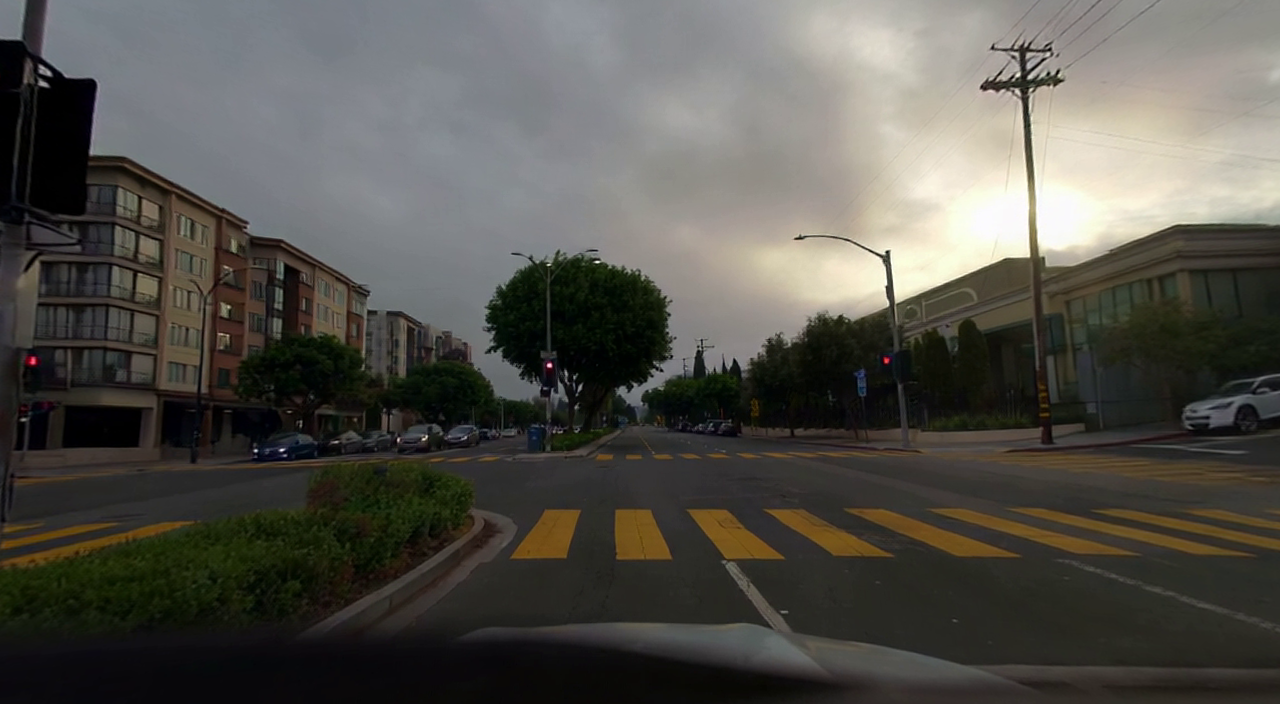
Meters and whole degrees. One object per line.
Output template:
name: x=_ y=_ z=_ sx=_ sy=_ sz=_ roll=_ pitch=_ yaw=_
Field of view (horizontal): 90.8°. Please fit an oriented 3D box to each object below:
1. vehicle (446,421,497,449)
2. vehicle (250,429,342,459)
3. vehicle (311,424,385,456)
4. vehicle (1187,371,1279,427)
vehicle: x=-11.678 y=5.831 z=44.080 sx=2.118 sy=1.809 sz=4.591 roll=0 pitch=-8 yaw=2
vehicle: x=-18.059 y=4.897 z=33.530 sx=1.939 sy=1.430 sz=5.533 roll=0 pitch=-8 yaw=-2
vehicle: x=-18.261 y=5.588 z=39.863 sx=2.225 sy=1.871 sz=5.189 roll=0 pitch=-8 yaw=0
vehicle: x=22.364 y=1.572 z=22.243 sx=4.531 sy=1.753 sz=1.964 roll=-2 pitch=-2 yaw=-5
